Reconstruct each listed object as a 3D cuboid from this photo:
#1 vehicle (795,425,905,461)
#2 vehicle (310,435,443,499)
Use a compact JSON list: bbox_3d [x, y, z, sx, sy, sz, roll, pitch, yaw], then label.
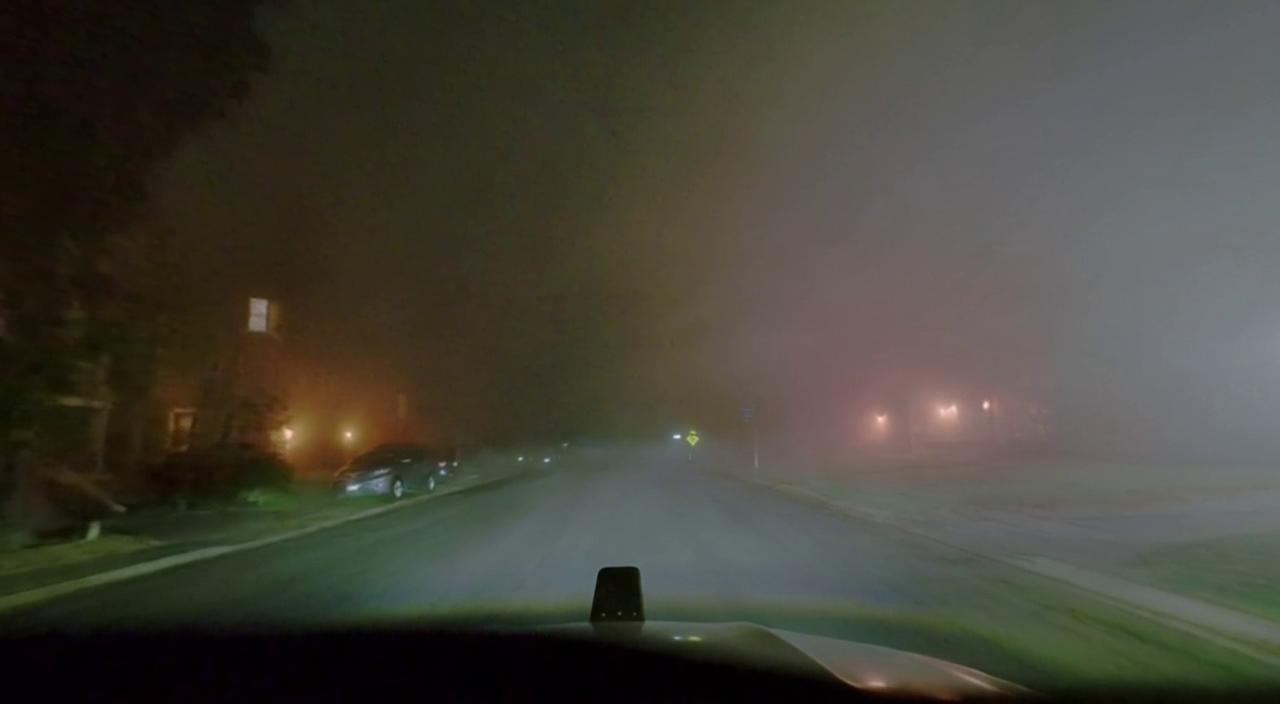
[{"bbox_3d":[11.853,5.158,35.894,5.367,1.953,2.257,1,-9,-8],"label":"vehicle"},{"bbox_3d":[-8.567,3.820,21.188,2.352,1.843,4.979,-1,-10,0],"label":"vehicle"}]
